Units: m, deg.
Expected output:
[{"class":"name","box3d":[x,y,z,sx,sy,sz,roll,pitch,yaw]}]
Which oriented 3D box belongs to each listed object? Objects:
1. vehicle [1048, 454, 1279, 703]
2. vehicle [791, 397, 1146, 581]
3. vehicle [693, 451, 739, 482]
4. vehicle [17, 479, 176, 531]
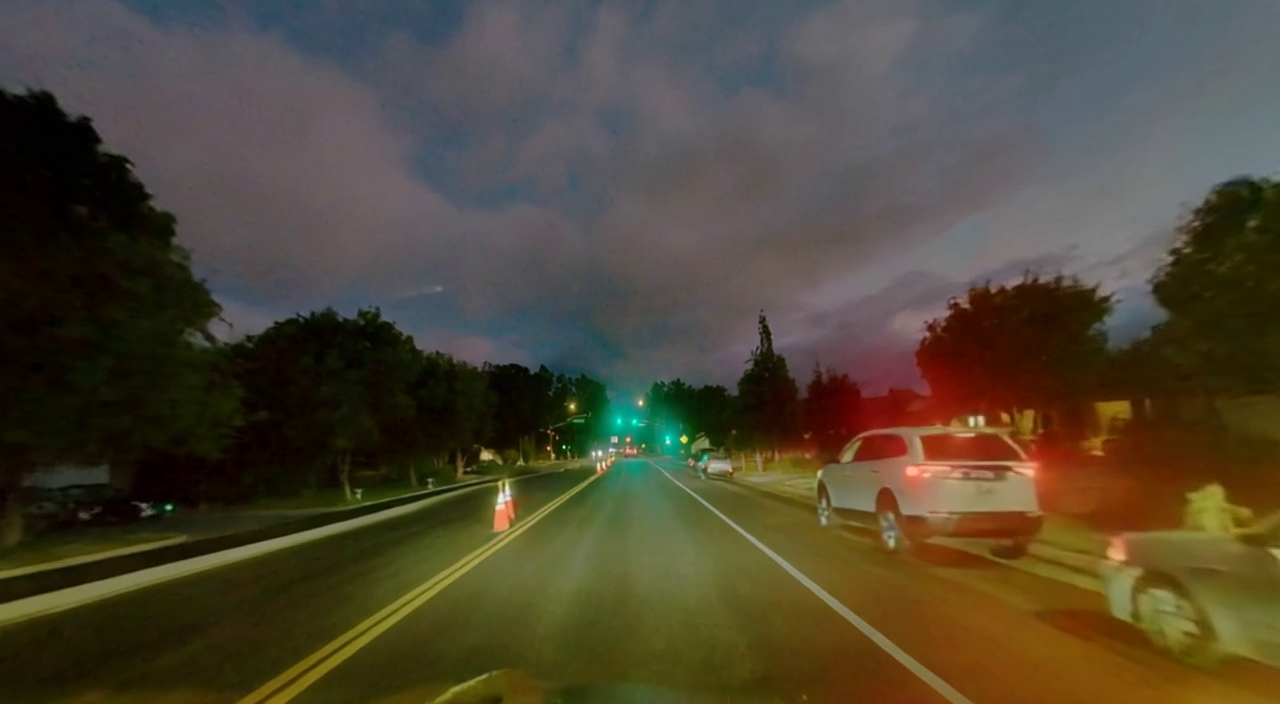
[{"class":"vehicle","box3d":[4.151,1.100,2.521,1.928,1.333,4.586,0,-9,-1]},{"class":"vehicle","box3d":[4.097,1.833,9.239,2.255,1.914,4.967,0,-9,-3]},{"class":"vehicle","box3d":[3.835,5.854,32.584,1.870,1.441,4.539,-1,-9,1]},{"class":"vehicle","box3d":[-20.282,5.706,23.970,2.015,1.444,4.958,-1,-9,-6]}]
